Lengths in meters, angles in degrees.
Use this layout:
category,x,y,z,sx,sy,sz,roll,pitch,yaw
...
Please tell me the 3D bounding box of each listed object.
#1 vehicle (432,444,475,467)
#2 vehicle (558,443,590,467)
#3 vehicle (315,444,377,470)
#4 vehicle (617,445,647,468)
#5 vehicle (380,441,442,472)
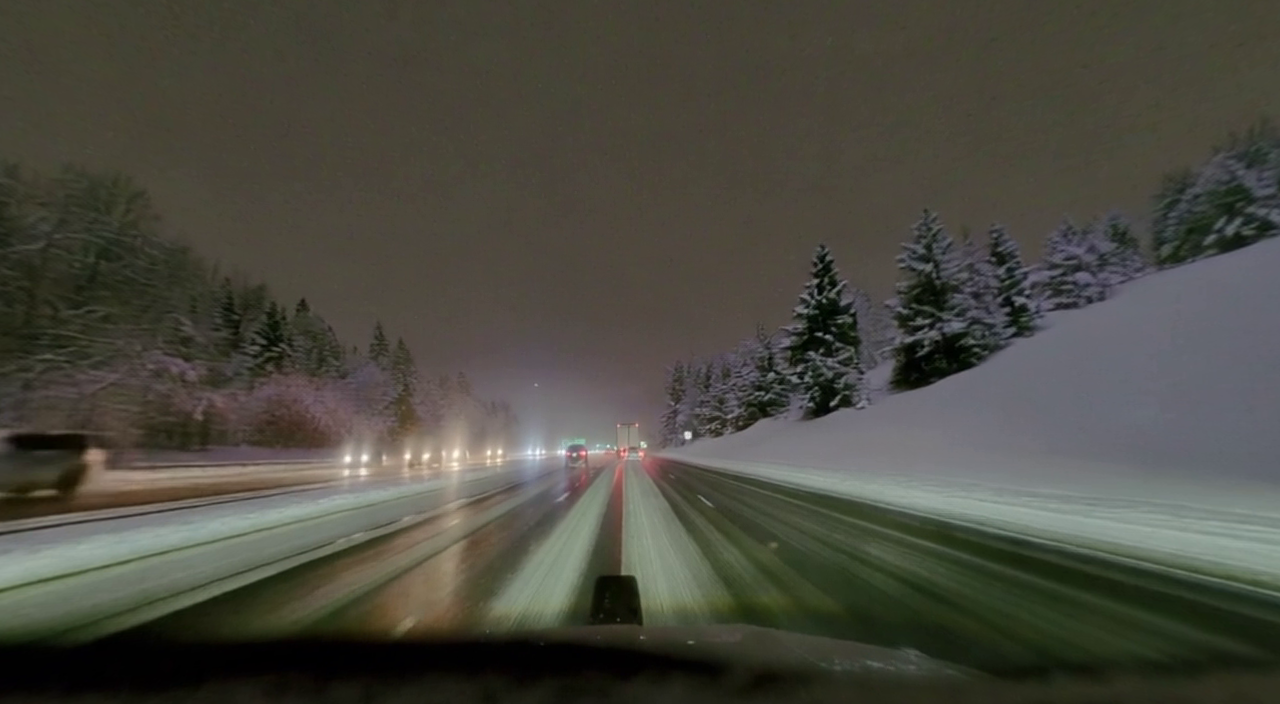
category,x,y,z,sx,sy,sz,roll,pitch,yaw
vehicle,-13.353,7.456,45.208,1.892,1.515,4.045,0,-9,-1
vehicle,-4.903,7.762,47.127,2.098,1.692,4.038,0,-9,-2
vehicle,-18.380,6.582,39.411,1.822,1.497,4.474,0,-9,-2
vehicle,-0.607,7.516,45.166,2.084,1.582,3.882,0,-9,-2
vehicle,-12.576,5.774,34.715,1.867,1.566,4.012,0,-9,0
